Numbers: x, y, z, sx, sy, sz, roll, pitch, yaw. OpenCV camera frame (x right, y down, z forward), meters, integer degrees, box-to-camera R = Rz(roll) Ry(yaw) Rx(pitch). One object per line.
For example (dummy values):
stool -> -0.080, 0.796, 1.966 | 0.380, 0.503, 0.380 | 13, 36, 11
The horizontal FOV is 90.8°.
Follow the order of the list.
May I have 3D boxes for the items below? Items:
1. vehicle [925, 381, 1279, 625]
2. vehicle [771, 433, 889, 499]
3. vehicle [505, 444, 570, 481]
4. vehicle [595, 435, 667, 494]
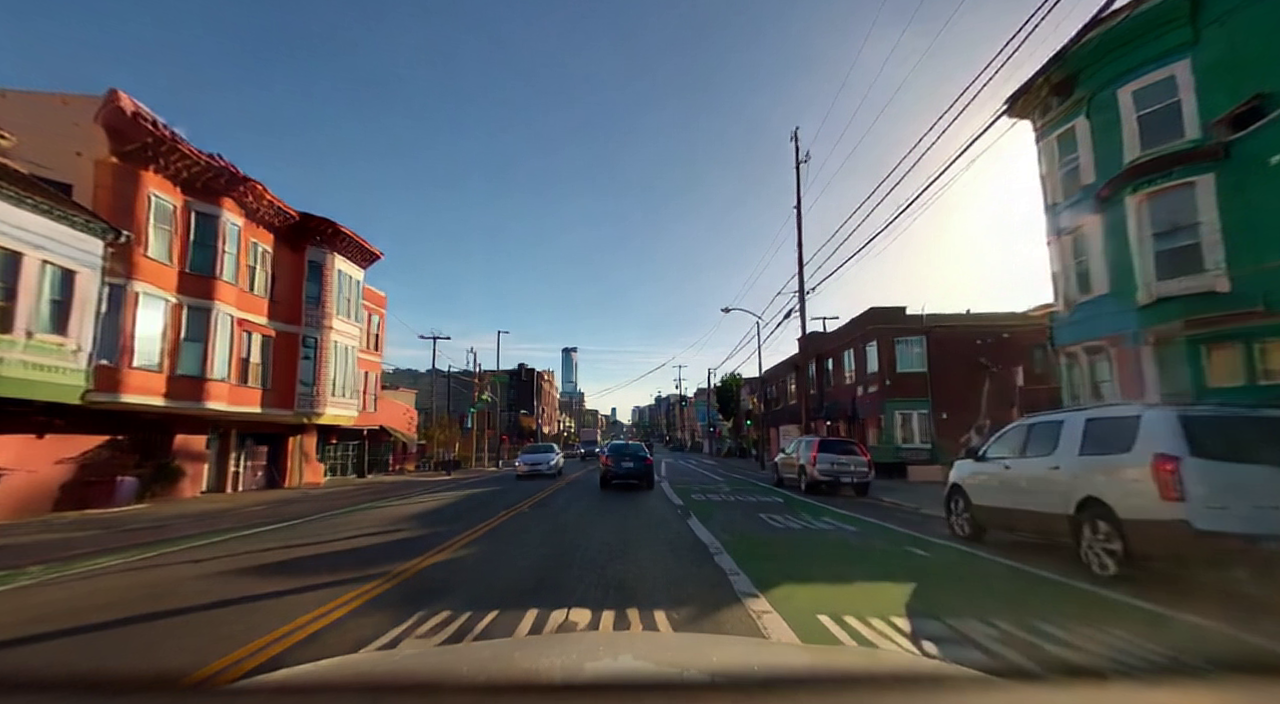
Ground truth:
vehicle -> 6.134, 1.713, 8.300 | 2.208, 2.106, 5.496 | 0, -9, 0
vehicle -> 6.166, 3.765, 21.413 | 2.197, 1.917, 5.637 | 0, -8, -1
vehicle -> -4.459, 4.872, 28.210 | 2.181, 1.500, 4.319 | 0, -8, 0
vehicle -> -0.267, 3.416, 19.486 | 1.980, 1.635, 3.795 | 0, -8, 0
